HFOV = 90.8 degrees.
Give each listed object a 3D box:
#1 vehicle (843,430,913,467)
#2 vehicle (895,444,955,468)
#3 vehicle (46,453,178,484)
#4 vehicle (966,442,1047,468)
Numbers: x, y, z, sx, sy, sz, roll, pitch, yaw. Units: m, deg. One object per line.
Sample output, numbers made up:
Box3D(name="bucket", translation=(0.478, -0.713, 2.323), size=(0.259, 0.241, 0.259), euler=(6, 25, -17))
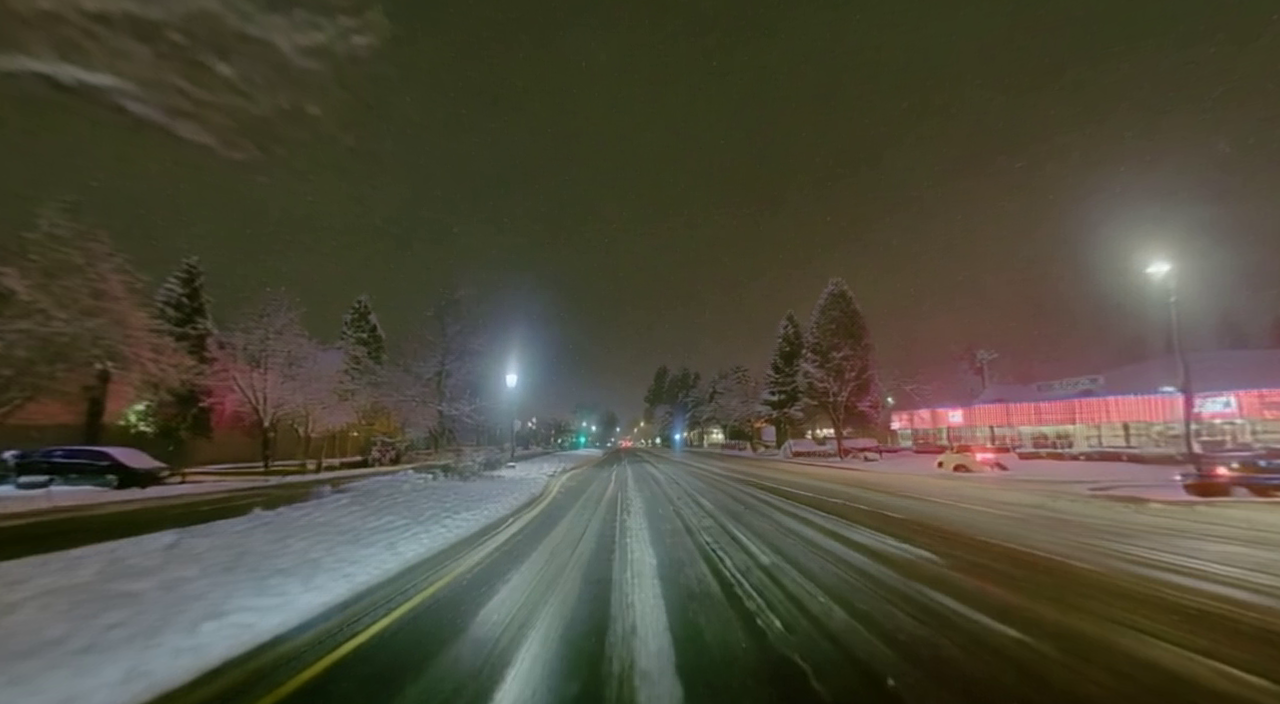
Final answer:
Box3D(name="vehicle", translation=(14.823, 6.092, 39.748), size=(2.235, 2.016, 5.481), euler=(-2, -9, 0))
Box3D(name="vehicle", translation=(17.810, 6.512, 39.677), size=(1.873, 1.383, 3.754), euler=(0, -9, -3))
Box3D(name="vehicle", translation=(-26.739, 5.885, 32.135), size=(4.777, 1.469, 1.937), euler=(1, -9, -5))
Box3D(name="vehicle", translation=(22.591, 6.379, 39.143), size=(1.791, 1.458, 4.316), euler=(0, -9, -12))
